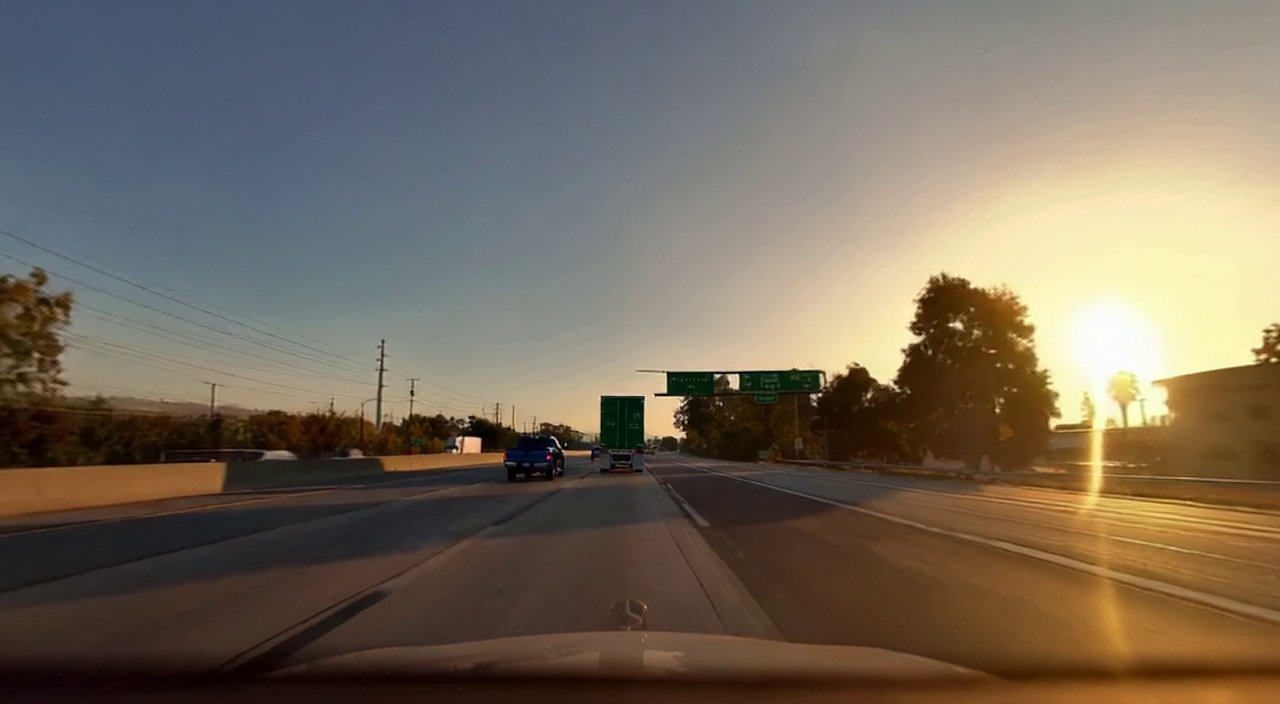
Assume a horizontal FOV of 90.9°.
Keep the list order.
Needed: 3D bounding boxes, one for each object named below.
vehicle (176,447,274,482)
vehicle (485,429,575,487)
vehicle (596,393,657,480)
[{"bbox_3d":[-19.166,5.170,29.373,1.833,1.455,4.093,0,-8,-1],"label":"vehicle"},{"bbox_3d":[-4.466,4.451,26.943,2.749,2.141,6.515,0,-8,-1],"label":"vehicle"},{"bbox_3d":[-0.716,4.947,36.585,2.879,4.085,13.125,0,-8,-1],"label":"vehicle"}]
